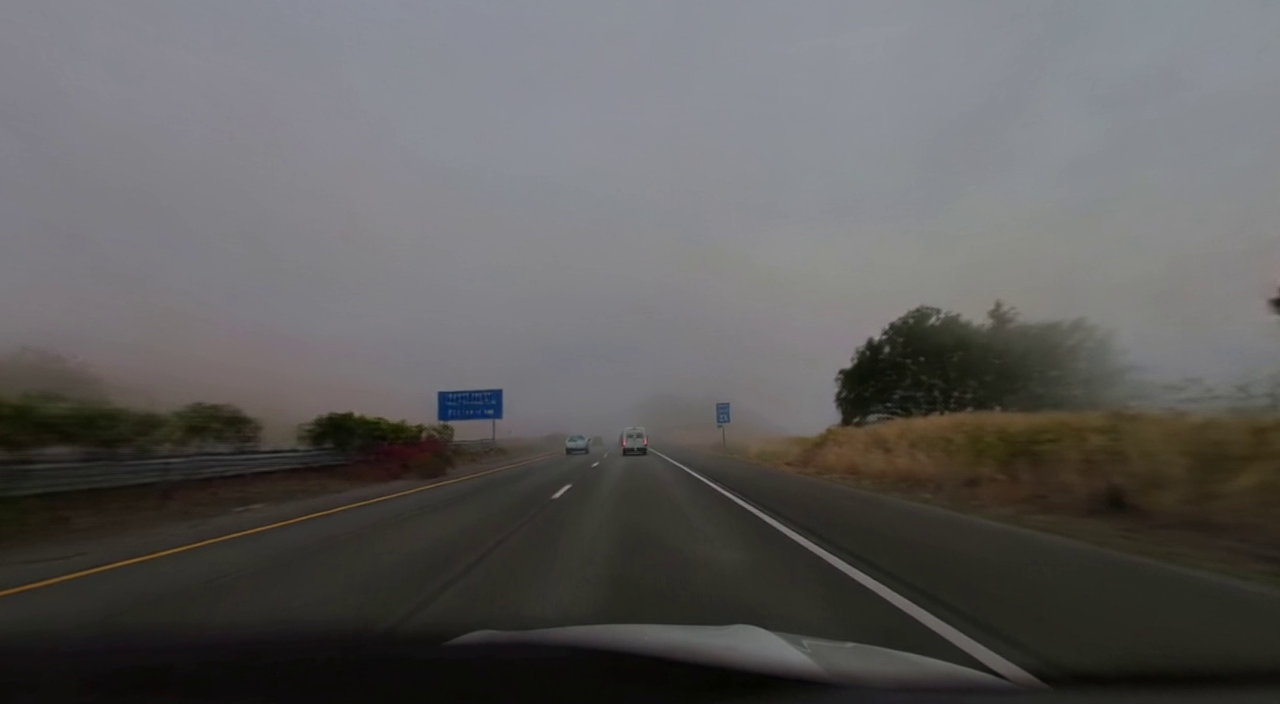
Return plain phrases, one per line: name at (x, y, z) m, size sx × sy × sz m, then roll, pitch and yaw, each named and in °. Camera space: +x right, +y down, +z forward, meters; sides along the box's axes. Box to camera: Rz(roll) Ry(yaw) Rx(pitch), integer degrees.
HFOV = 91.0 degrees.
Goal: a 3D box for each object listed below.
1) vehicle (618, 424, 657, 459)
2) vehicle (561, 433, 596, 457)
vehicle at (-0.210, 5.308, 37.329) m, size 2.223 × 1.957 × 4.416 m, roll 0°, pitch -8°, yaw -2°
vehicle at (-4.210, 6.445, 43.759) m, size 2.062 × 1.567 × 4.117 m, roll 0°, pitch -8°, yaw -1°
